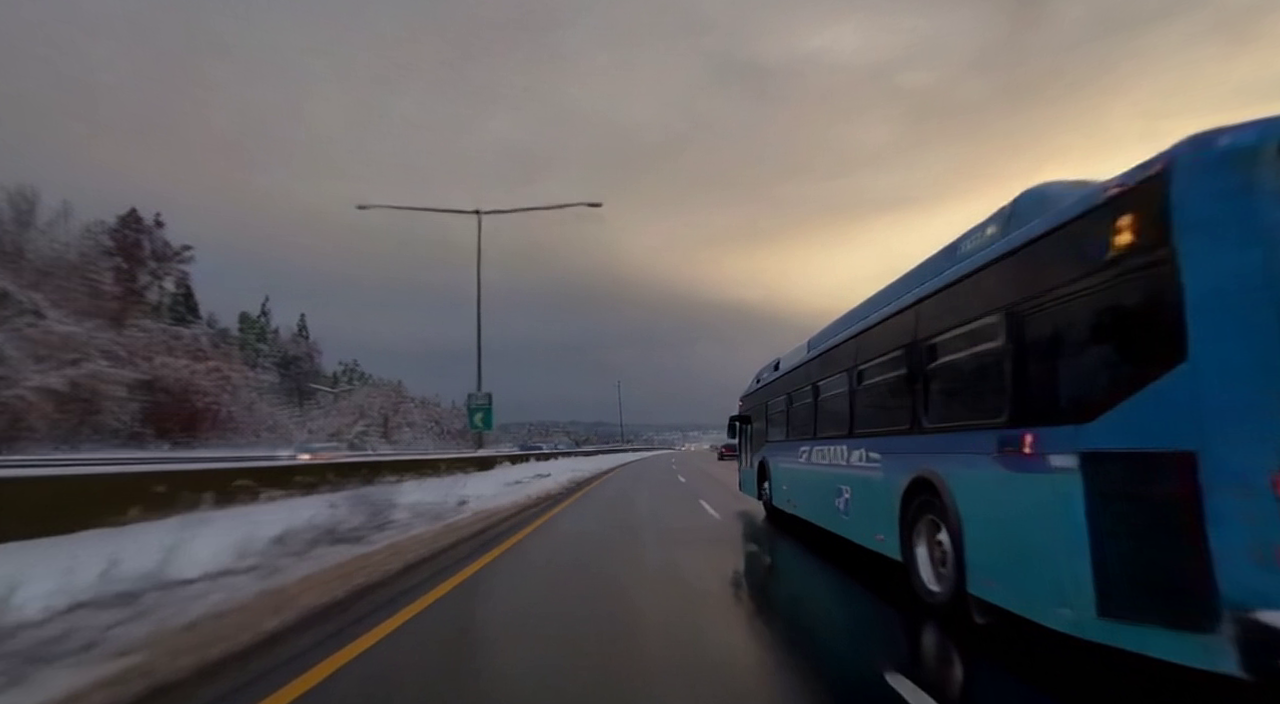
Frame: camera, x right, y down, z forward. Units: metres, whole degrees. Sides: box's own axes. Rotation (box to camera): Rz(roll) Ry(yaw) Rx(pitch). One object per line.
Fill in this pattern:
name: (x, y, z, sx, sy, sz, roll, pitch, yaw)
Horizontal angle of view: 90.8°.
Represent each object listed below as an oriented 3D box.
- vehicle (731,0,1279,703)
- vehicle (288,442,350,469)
vehicle: (3.963, 0.946, 9.532, 3.144, 3.580, 14.591, 0, -9, 0)
vehicle: (-24.926, 8.011, 49.271, 2.012, 1.973, 4.871, -1, -9, 3)
